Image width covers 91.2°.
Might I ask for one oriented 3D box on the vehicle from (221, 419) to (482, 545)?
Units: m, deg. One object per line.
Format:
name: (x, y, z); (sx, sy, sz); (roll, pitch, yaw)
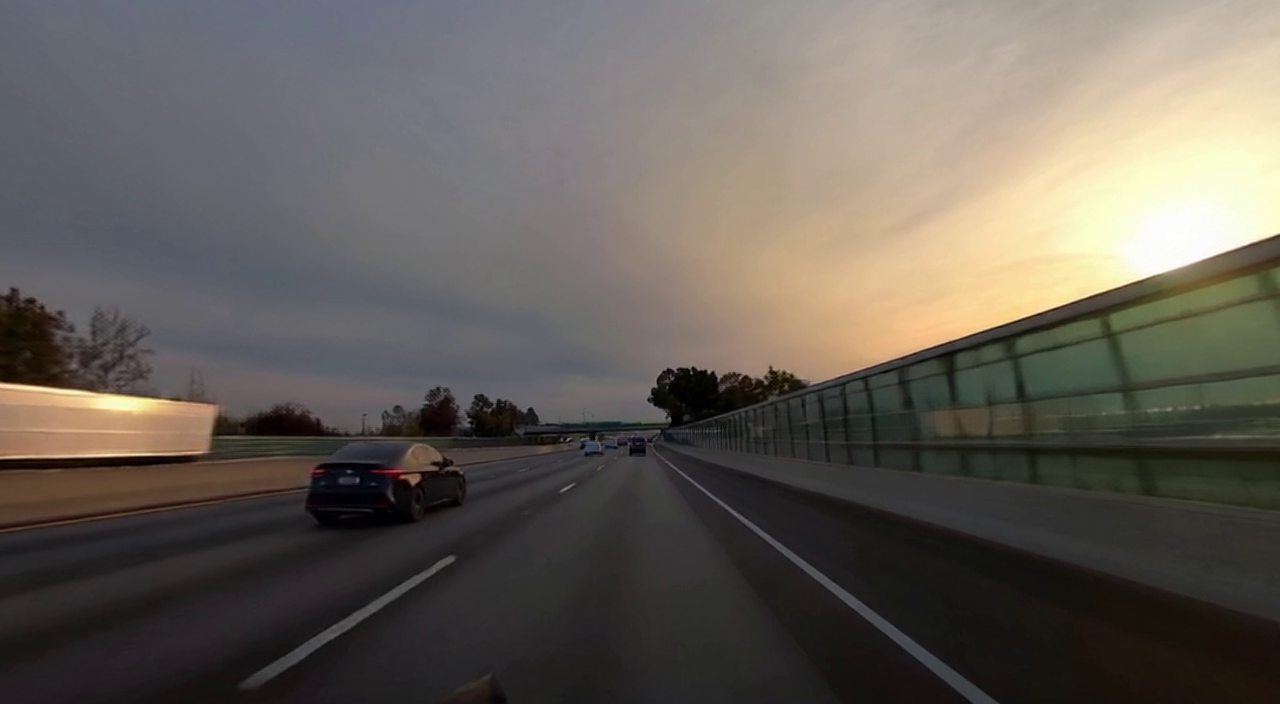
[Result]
vehicle: (-4.113, 1.926, 9.959); (2.059, 1.541, 4.296); (0, -8, 0)

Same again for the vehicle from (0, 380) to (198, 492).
vehicle: (-24.669, 3.499, 25.768); (2.898, 4.038, 13.949); (0, -8, 0)
